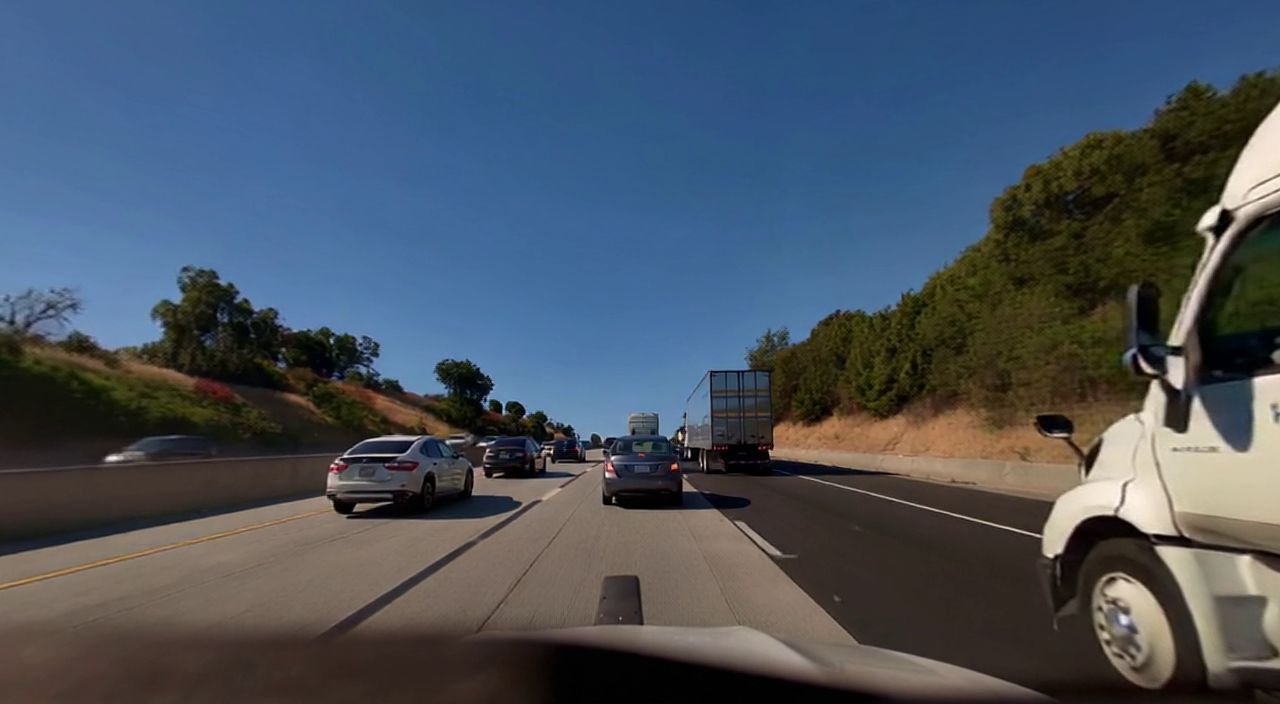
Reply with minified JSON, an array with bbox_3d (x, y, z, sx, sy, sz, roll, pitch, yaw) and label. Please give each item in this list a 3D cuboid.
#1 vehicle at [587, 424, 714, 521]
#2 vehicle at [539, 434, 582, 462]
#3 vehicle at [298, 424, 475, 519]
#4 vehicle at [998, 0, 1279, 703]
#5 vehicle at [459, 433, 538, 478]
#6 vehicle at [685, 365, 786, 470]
[{"bbox_3d":[0.152,2.122,11.654,1.973,1.505,3.568,0,-8,0],"label":"vehicle"},{"bbox_3d":[-4.562,5.577,36.868,1.887,1.493,4.411,0,-8,1],"label":"vehicle"},{"bbox_3d":[-4.602,2.190,12.105,1.821,1.514,3.677,0,-8,1],"label":"vehicle"},{"bbox_3d":[3.954,-0.186,1.082,2.982,3.860,6.011,0,-8,0],"label":"vehicle"},{"bbox_3d":[-4.979,3.676,22.743,1.880,1.458,3.978,0,-8,1],"label":"vehicle"},{"bbox_3d":[4.230,3.503,31.766,2.892,4.101,14.252,0,-8,0],"label":"vehicle"}]
